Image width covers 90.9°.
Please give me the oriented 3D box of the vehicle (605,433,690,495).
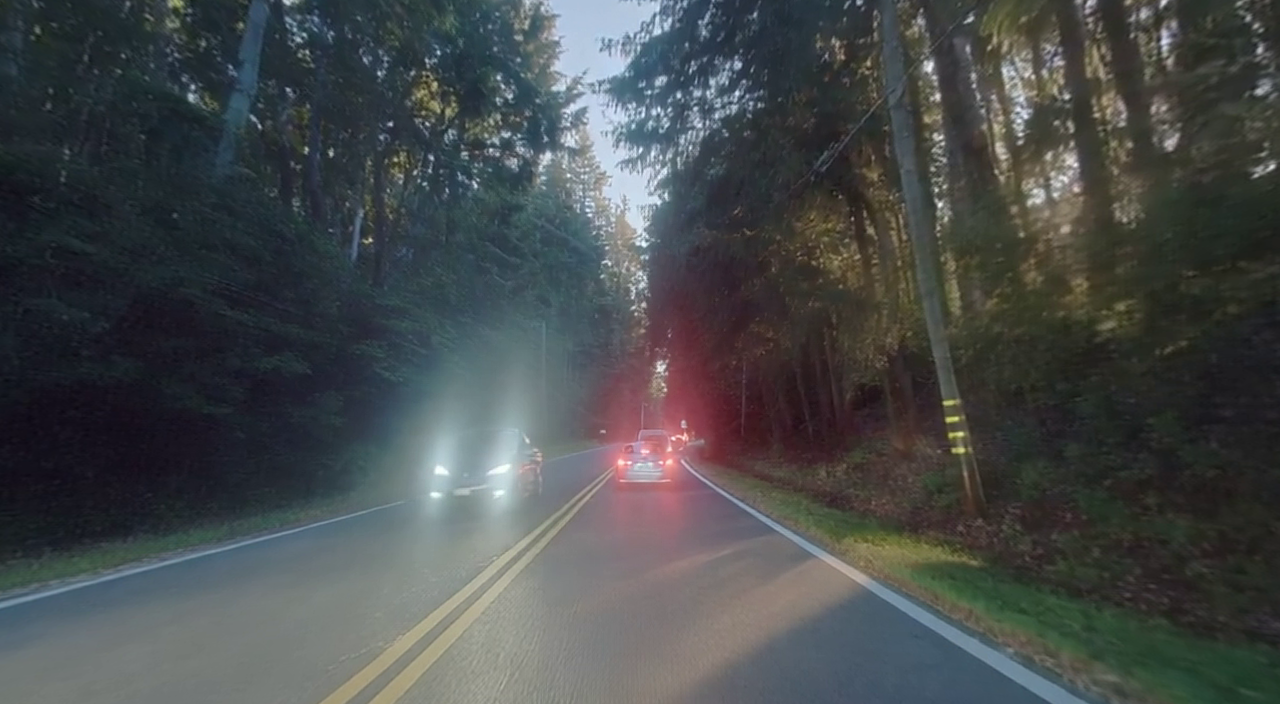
[{"bbox_3d":[0.168,3.036,17.354,2.081,1.503,3.726,0,-8,-1],"label":"vehicle"}]
